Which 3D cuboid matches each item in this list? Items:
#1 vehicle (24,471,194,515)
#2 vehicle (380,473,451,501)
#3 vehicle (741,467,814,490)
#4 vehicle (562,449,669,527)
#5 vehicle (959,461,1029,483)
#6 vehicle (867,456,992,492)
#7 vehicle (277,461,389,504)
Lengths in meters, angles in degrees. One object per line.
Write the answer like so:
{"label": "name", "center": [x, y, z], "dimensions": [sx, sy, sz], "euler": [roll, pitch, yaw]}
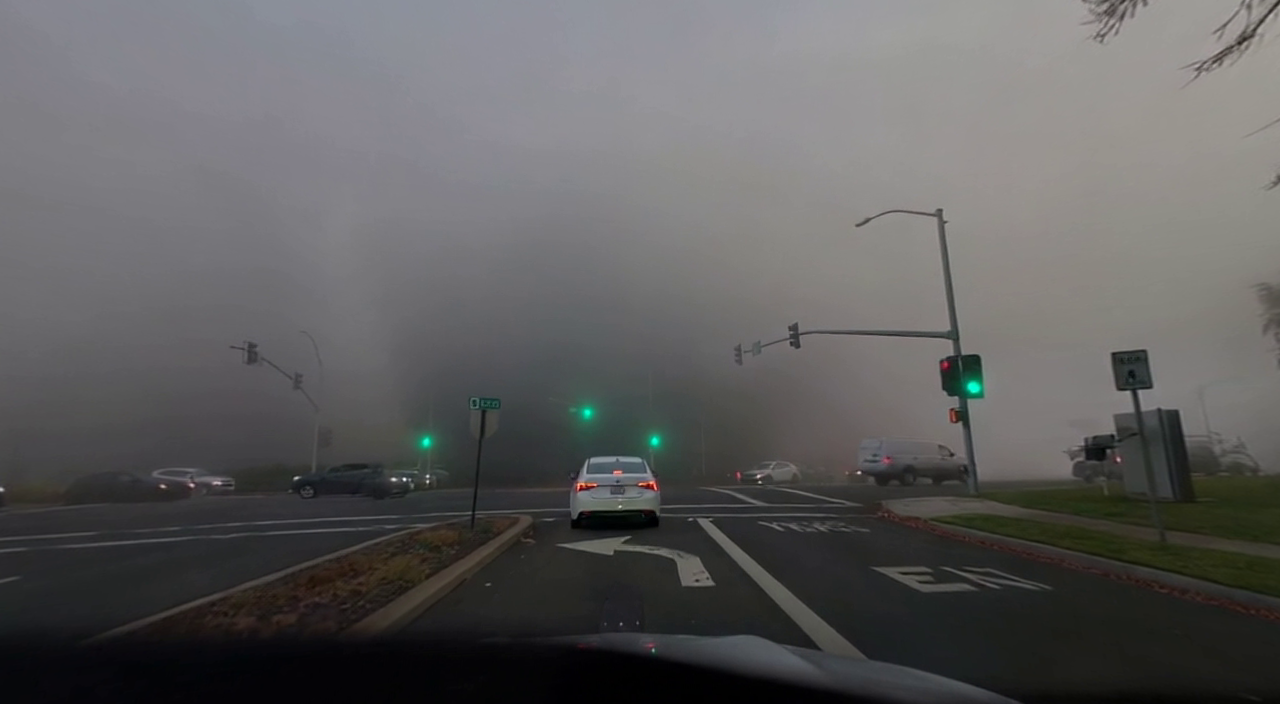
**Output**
{"label": "vehicle", "center": [-20.080, 5.342, 24.126], "dimensions": [4.548, 1.449, 1.802], "euler": [2, -9, -14]}
{"label": "vehicle", "center": [-14.435, 8.676, 40.778], "dimensions": [1.843, 1.475, 4.047], "euler": [-5, -10, 30]}
{"label": "vehicle", "center": [9.004, 8.279, 41.553], "dimensions": [4.254, 1.359, 1.895], "euler": [2, -9, -16]}
{"label": "vehicle", "center": [-0.624, 3.021, 14.646], "dimensions": [2.112, 1.479, 4.264], "euler": [1, -9, -4]}
{"label": "vehicle", "center": [25.938, 8.756, 46.294], "dimensions": [4.358, 1.471, 1.875], "euler": [2, -9, -16]}
{"label": "vehicle", "center": [12.952, 5.414, 28.341], "dimensions": [4.838, 1.449, 2.077], "euler": [2, -9, -15]}
{"label": "vehicle", "center": [-14.155, 5.966, 29.208], "dimensions": [4.355, 1.789, 2.175], "euler": [-3, -9, 21]}
